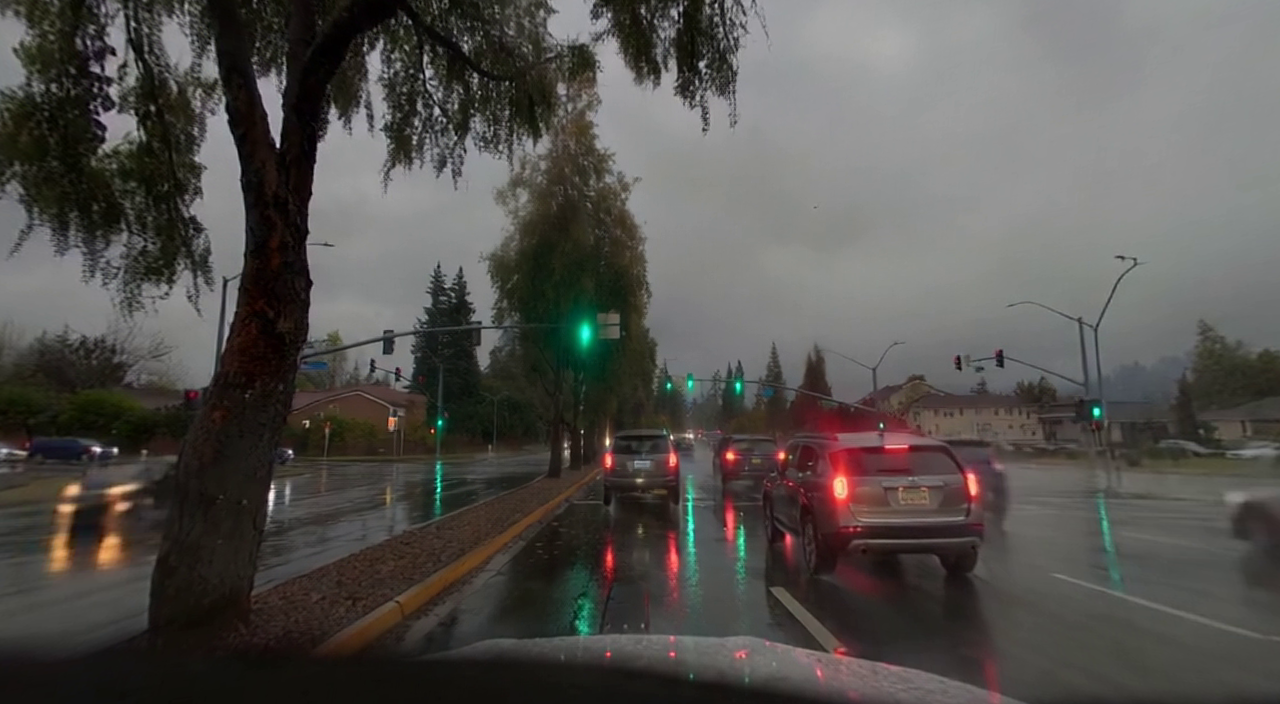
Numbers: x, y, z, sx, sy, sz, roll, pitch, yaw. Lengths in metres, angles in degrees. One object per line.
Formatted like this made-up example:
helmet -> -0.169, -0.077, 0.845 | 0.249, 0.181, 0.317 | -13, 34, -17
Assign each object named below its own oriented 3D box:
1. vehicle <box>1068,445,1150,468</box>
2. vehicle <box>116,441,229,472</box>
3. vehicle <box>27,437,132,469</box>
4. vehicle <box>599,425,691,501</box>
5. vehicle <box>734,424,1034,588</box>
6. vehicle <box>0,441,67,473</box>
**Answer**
vehicle -> 33.097, 7.362, 44.505 | 4.215, 1.618, 1.949 | 0, -8, -2
vehicle -> -26.346, 5.888, 35.634 | 4.724, 1.630, 1.968 | 0, -8, -3
vehicle -> -36.856, 6.630, 41.531 | 4.771, 1.778, 2.032 | 3, -8, -3
vehicle -> 0.073, 2.837, 16.488 | 2.099, 1.705, 4.020 | 0, -8, -1
vehicle -> 2.568, 1.741, 8.038 | 2.009, 1.480, 4.423 | 0, -8, -1
vehicle -> -35.038, 5.780, 34.937 | 4.465, 1.693, 1.959 | 2, -9, -1
